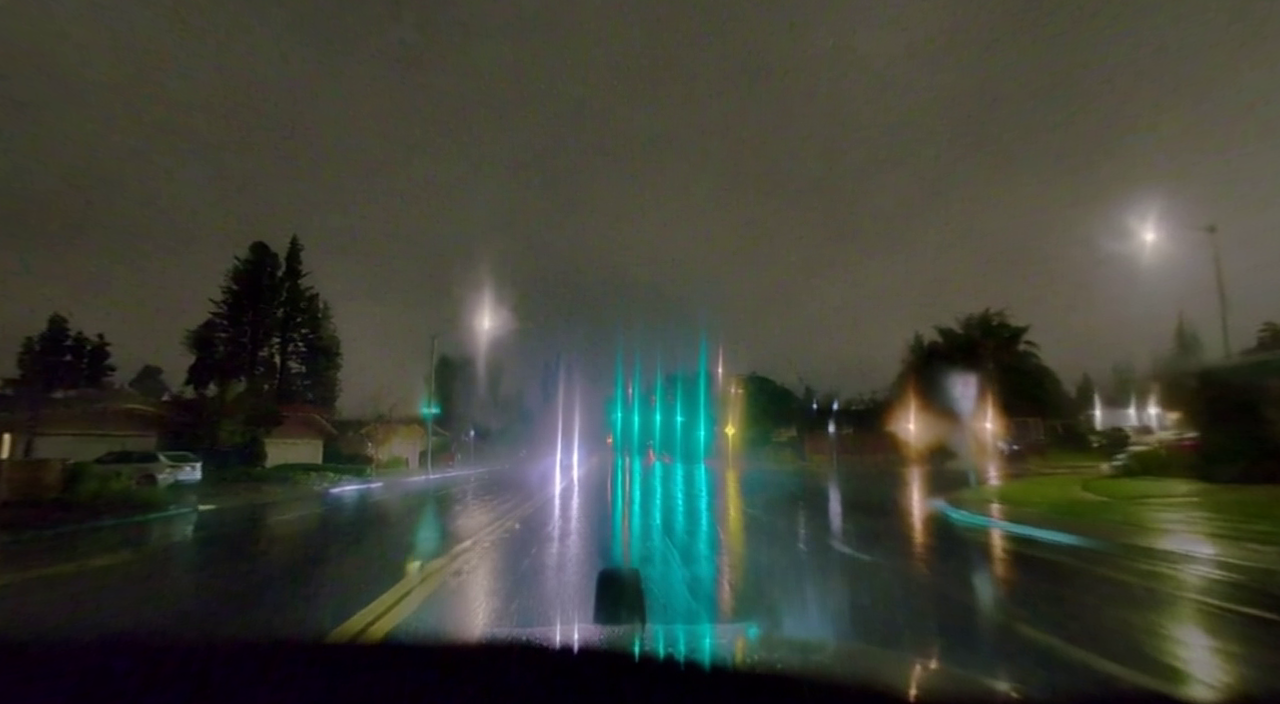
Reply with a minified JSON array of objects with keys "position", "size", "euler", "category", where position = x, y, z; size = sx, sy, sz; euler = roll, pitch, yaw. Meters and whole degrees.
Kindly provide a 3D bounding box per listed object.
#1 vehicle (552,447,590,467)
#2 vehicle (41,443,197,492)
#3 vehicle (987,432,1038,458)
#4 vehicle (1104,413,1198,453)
[{"position":[-5.219,8.013,48.405],"size":[2.088,1.490,4.524],"euler":[-1,-9,5],"category":"vehicle"},{"position":[-20.150,4.457,24.612],"size":[4.050,1.755,2.243],"euler":[0,-8,0],"category":"vehicle"},{"position":[24.774,6.219,42.166],"size":[2.000,1.594,4.976],"euler":[-4,-9,20],"category":"vehicle"},{"position":[33.310,5.404,41.484],"size":[2.411,2.381,6.645],"euler":[-3,-9,18],"category":"vehicle"}]
